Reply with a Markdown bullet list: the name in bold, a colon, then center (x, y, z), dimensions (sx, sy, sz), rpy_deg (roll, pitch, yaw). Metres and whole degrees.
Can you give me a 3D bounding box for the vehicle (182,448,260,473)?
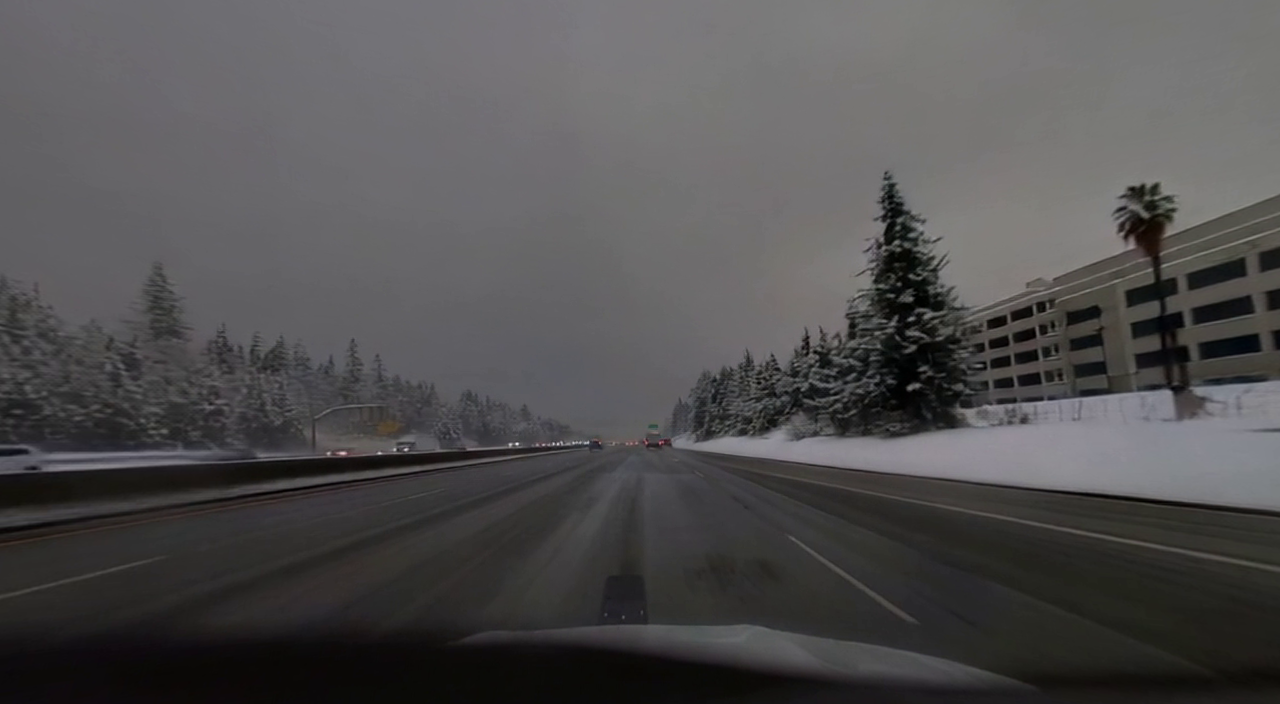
- **vehicle**: center (-26.949, 6.972, 40.566), dimensions (1.841, 1.472, 4.562), rpy_deg (0, -8, 1)
